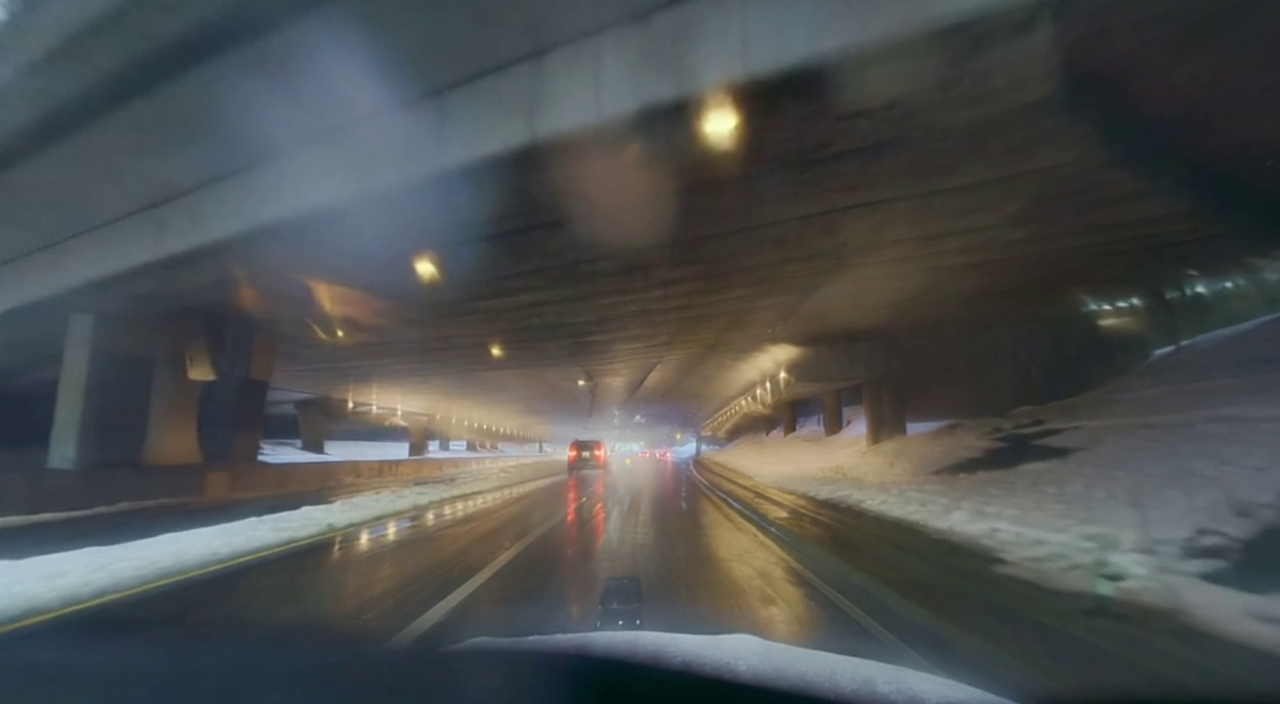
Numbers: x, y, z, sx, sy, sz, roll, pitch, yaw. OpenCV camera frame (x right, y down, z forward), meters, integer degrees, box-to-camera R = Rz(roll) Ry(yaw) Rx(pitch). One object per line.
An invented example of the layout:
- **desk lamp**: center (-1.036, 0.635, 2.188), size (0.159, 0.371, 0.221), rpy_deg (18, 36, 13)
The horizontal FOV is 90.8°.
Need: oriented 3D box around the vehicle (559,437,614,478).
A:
- **vehicle**: center (-2.434, 4.940, 29.751), size (1.961, 1.725, 4.315), rpy_deg (0, -9, 3)
